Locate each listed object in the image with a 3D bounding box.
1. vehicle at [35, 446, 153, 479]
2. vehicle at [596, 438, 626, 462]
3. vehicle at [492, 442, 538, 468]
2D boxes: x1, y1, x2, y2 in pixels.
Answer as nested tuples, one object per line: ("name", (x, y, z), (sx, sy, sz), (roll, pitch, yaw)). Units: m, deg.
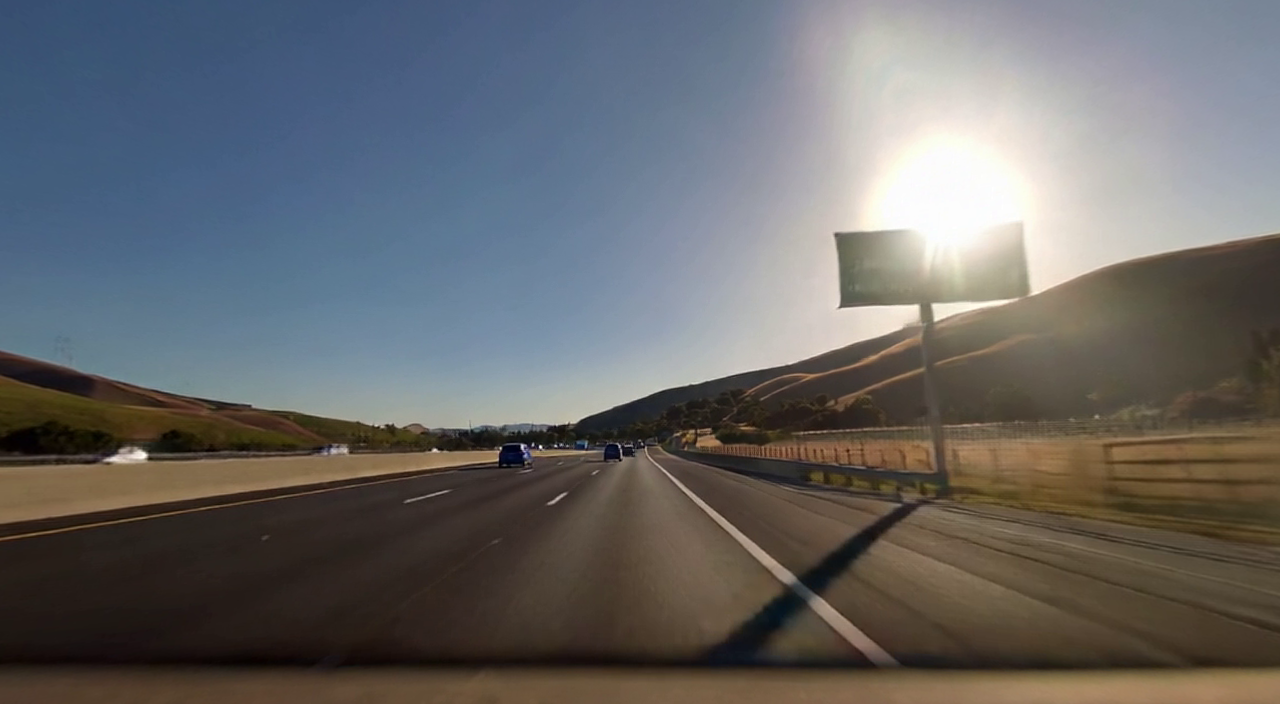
("vehicle", (-36.582, 7.392, 42.650), (2.354, 1.995, 6.272), (0, -9, 0))
("vehicle", (-2.172, 7.597, 48.917), (2.029, 1.753, 4.718), (0, -9, 1))
("vehicle", (-7.689, 6.374, 39.220), (1.930, 1.508, 4.567), (0, -9, 0))
